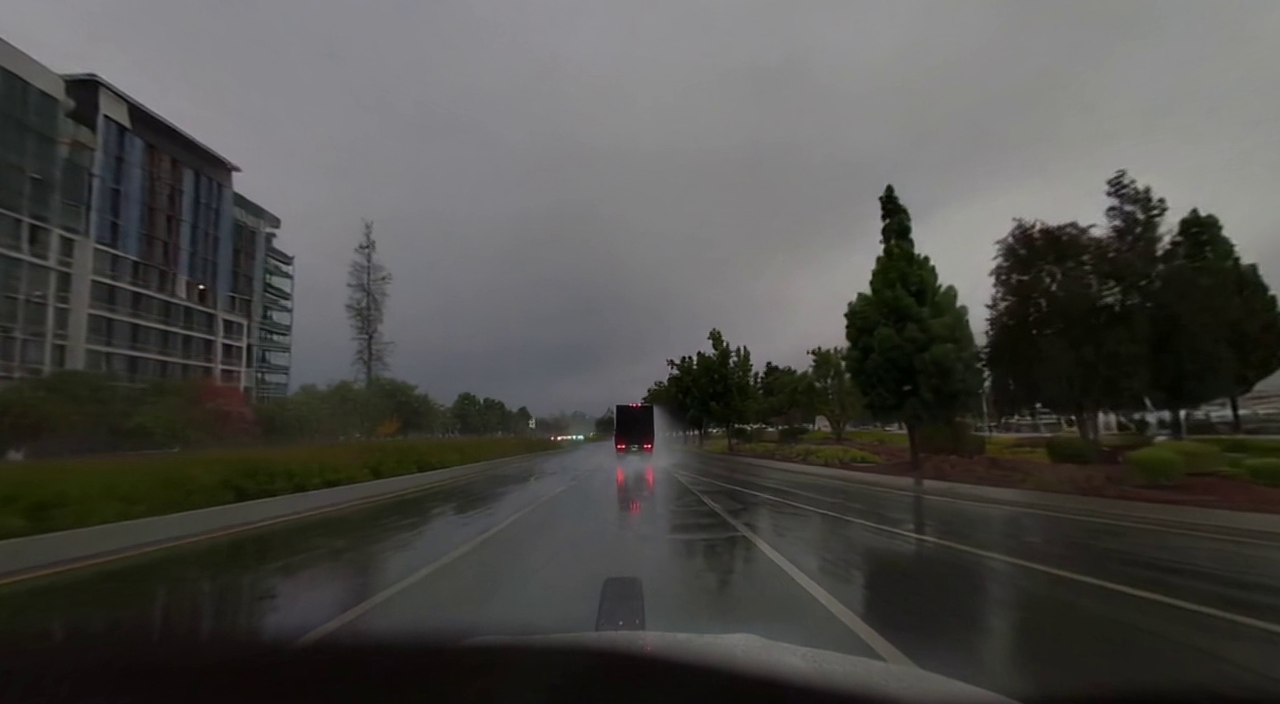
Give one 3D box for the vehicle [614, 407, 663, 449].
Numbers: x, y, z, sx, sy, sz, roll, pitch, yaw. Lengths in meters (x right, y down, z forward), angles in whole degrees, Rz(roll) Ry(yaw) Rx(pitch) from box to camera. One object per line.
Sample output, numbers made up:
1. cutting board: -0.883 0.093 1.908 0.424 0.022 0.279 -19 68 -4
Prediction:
1. vehicle: -0.175 3.743 30.488 2.178 1.829 4.932 0 -9 -2
